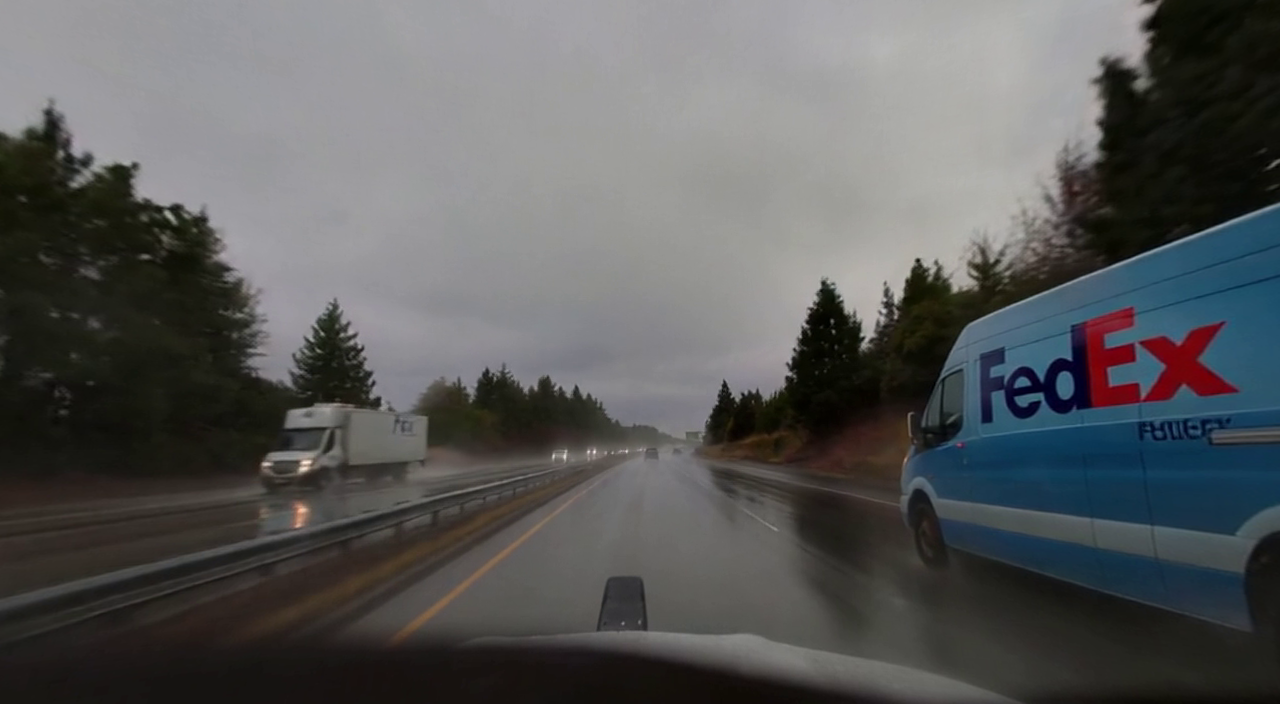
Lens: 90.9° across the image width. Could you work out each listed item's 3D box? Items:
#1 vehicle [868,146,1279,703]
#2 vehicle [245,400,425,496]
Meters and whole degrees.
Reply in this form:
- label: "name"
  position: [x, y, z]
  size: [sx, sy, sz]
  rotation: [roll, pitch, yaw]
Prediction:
- label: "vehicle"
  position: [3.906, 0.666, 4.053]
  size: [2.522, 2.556, 6.180]
  rotation: [0, -9, 0]
- label: "vehicle"
  position: [-12.905, 4.299, 28.179]
  size: [2.932, 3.483, 9.890]
  rotation: [0, -9, 1]
